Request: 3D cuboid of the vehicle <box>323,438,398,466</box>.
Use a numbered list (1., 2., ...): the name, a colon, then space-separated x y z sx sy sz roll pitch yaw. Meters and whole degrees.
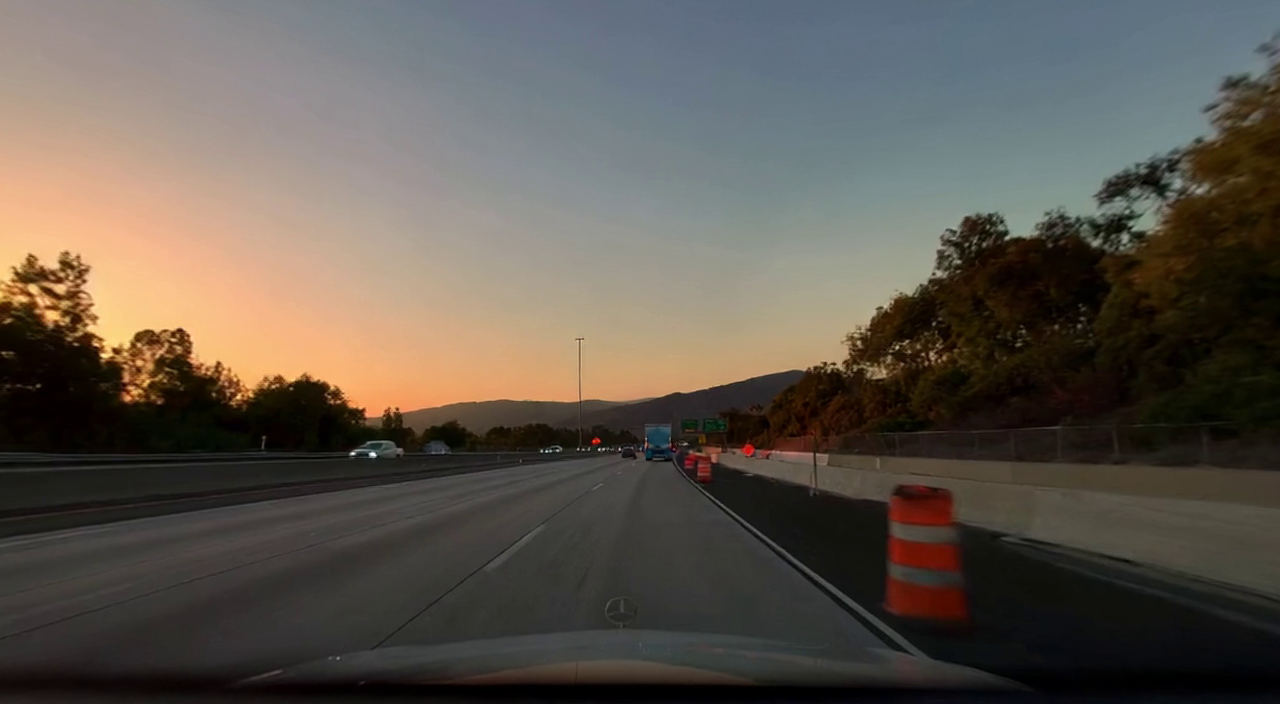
1. vehicle: -19.176 6.917 43.614 2.362 1.771 5.703 0 -9 3
